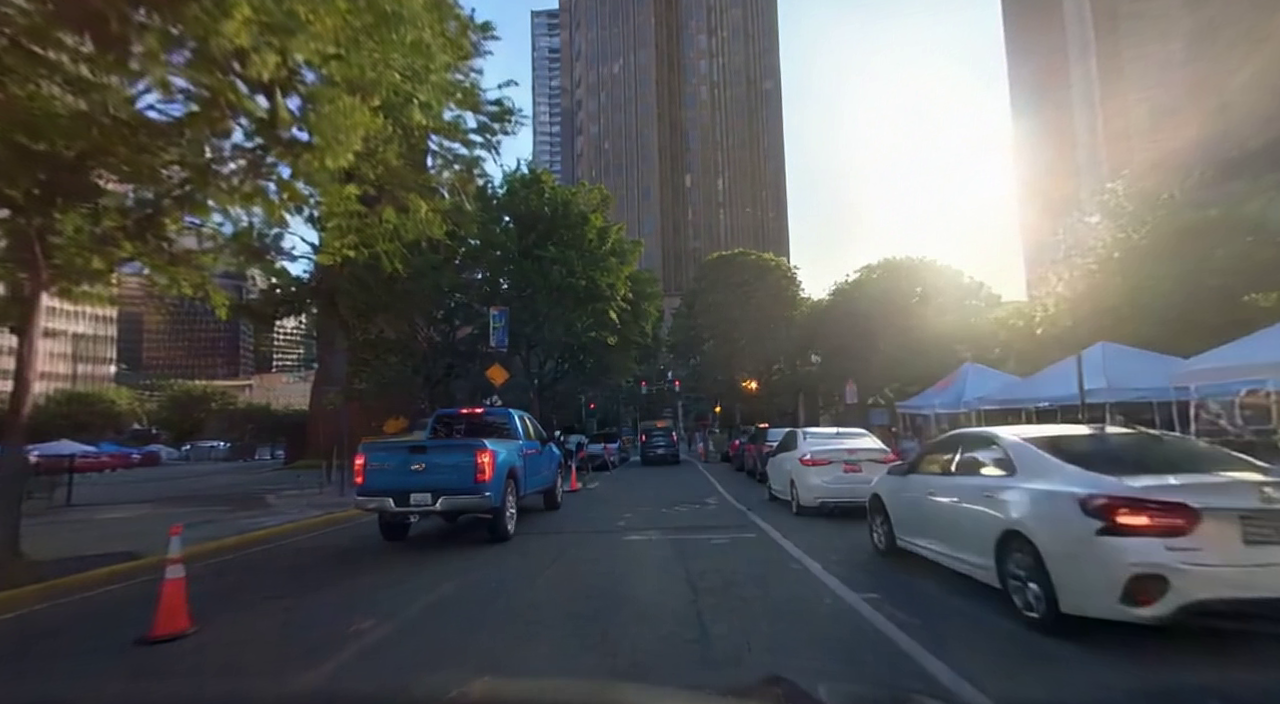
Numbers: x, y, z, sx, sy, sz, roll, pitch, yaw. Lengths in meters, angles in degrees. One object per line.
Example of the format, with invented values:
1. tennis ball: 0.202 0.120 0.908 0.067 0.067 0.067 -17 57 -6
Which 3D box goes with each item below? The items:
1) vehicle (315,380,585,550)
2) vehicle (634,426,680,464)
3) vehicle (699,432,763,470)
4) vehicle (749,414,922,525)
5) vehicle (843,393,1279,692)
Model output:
1. vehicle: -2.449 1.728 10.185 2.452 1.954 5.653 -1 -9 2
2. vehicle: 0.838 4.802 32.457 2.183 1.784 4.317 0 -9 1
3. vehicle: 3.936 4.333 27.968 2.021 1.506 4.643 0 -7 -2
4. vehicle: 3.171 2.000 11.165 1.941 1.577 4.038 -1 -9 3
5. vehicle: 3.448 1.291 5.495 1.887 1.488 4.572 0 -9 1
